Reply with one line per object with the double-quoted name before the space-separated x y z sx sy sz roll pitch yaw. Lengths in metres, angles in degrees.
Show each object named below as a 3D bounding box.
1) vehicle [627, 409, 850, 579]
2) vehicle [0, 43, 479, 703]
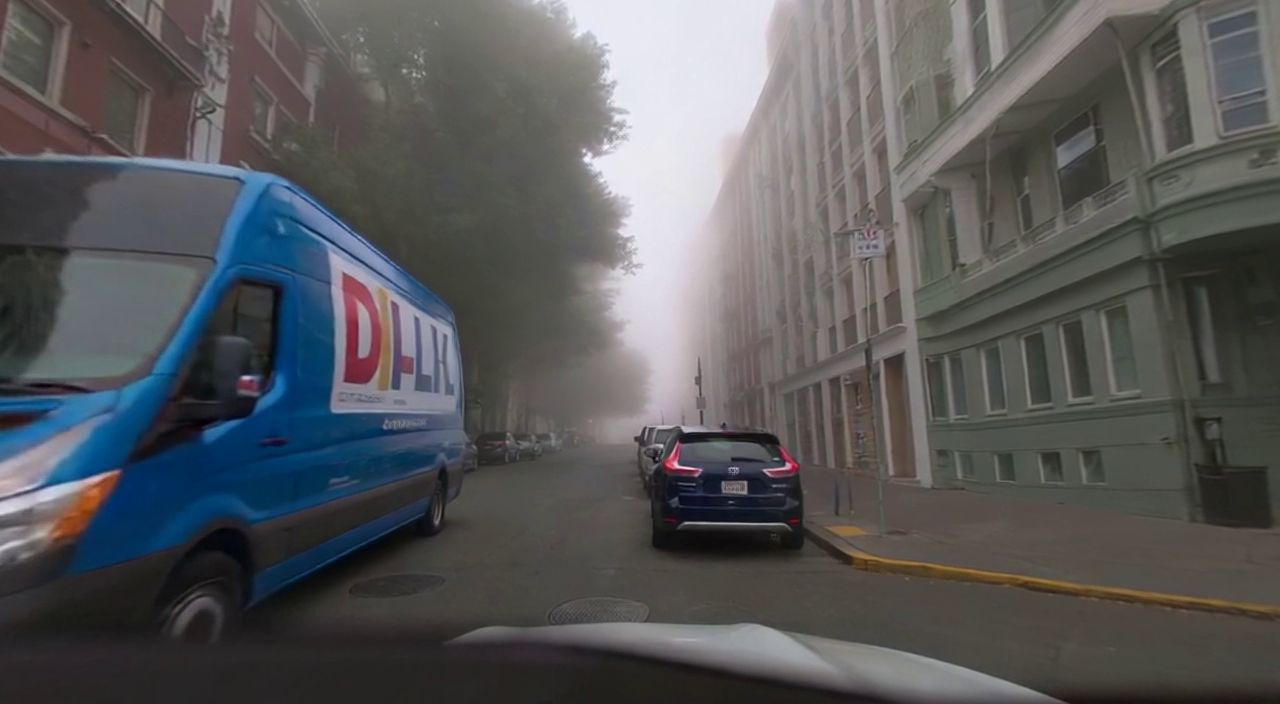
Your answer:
"vehicle" 0.828 1.573 7.957 1.925 1.481 4.653 0 -8 -2
"vehicle" -3.595 0.518 6.311 2.558 3.014 7.101 0 -8 -4
